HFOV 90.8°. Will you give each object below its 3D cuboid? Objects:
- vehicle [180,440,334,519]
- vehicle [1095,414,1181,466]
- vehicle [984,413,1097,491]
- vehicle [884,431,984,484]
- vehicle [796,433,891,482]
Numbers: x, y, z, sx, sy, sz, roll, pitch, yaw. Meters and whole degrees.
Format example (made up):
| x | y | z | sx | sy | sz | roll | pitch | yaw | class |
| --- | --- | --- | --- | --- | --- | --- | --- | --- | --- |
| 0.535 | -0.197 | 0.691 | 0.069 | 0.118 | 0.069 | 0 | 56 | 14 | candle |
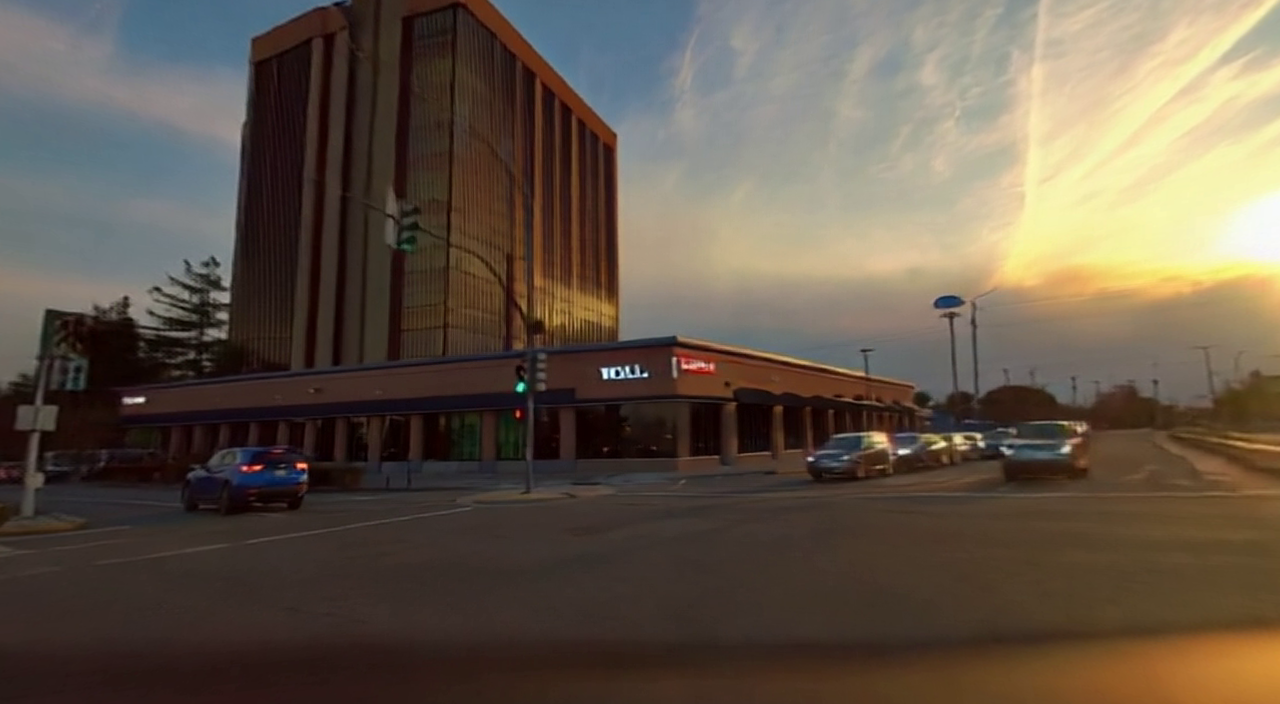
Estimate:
| x | y | z | sx | sy | sz | roll | pitch | yaw | class |
| --- | --- | --- | --- | --- | --- | --- | --- | --- | --- |
| -10.158 | 3.231 | 16.616 | 4.445 | 1.762 | 2.238 | -8 | -12 | 43 | vehicle |
| 22.989 | 4.088 | 29.430 | 2.453 | 2.122 | 5.431 | -5 | -9 | 32 | vehicle |
| 11.013 | 2.684 | 17.194 | 2.162 | 1.788 | 4.602 | -6 | -10 | 35 | vehicle |
| 9.832 | 3.453 | 20.936 | 2.163 | 1.529 | 4.210 | -6 | -10 | 35 | vehicle |
| 7.602 | 3.846 | 23.350 | 2.005 | 1.596 | 4.342 | -6 | -10 | 36 | vehicle |
